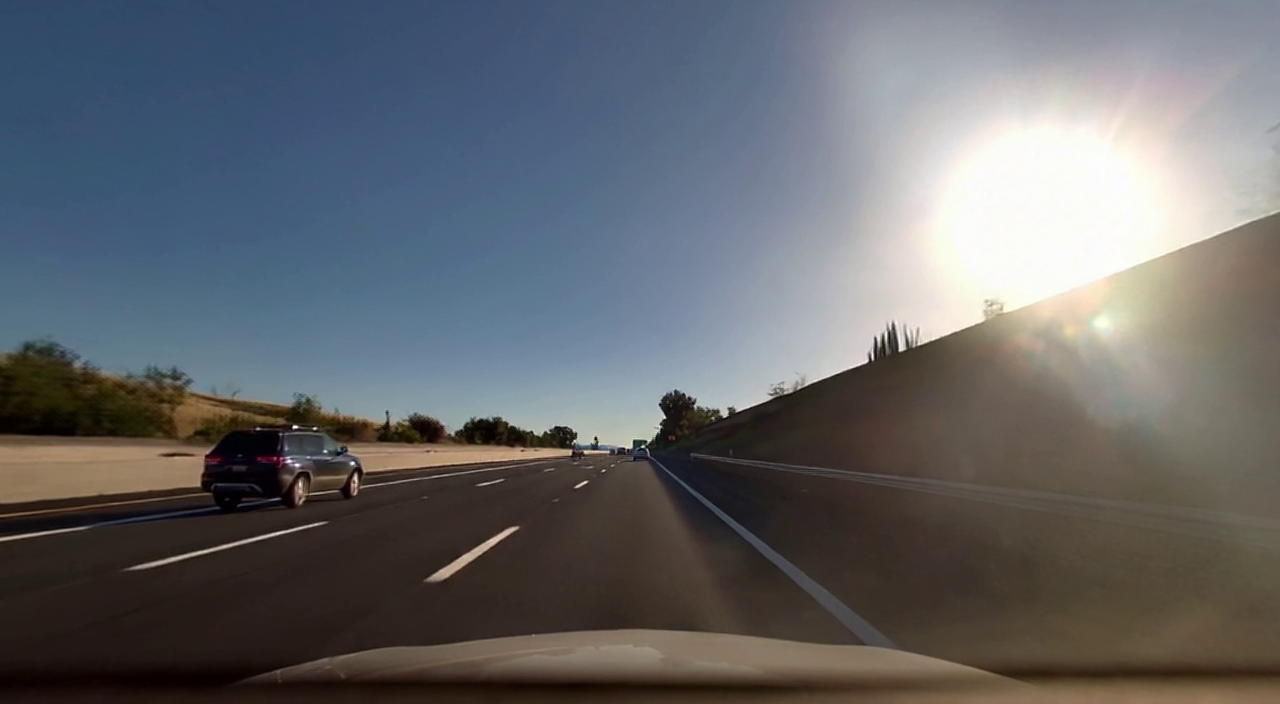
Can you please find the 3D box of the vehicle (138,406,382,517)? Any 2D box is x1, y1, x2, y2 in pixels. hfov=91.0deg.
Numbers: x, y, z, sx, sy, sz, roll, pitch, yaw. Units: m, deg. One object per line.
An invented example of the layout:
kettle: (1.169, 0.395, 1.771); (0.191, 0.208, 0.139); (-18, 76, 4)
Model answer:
vehicle: (-7.833, 2.327, 13.787); (2.163, 1.947, 4.959); (0, -9, 1)
